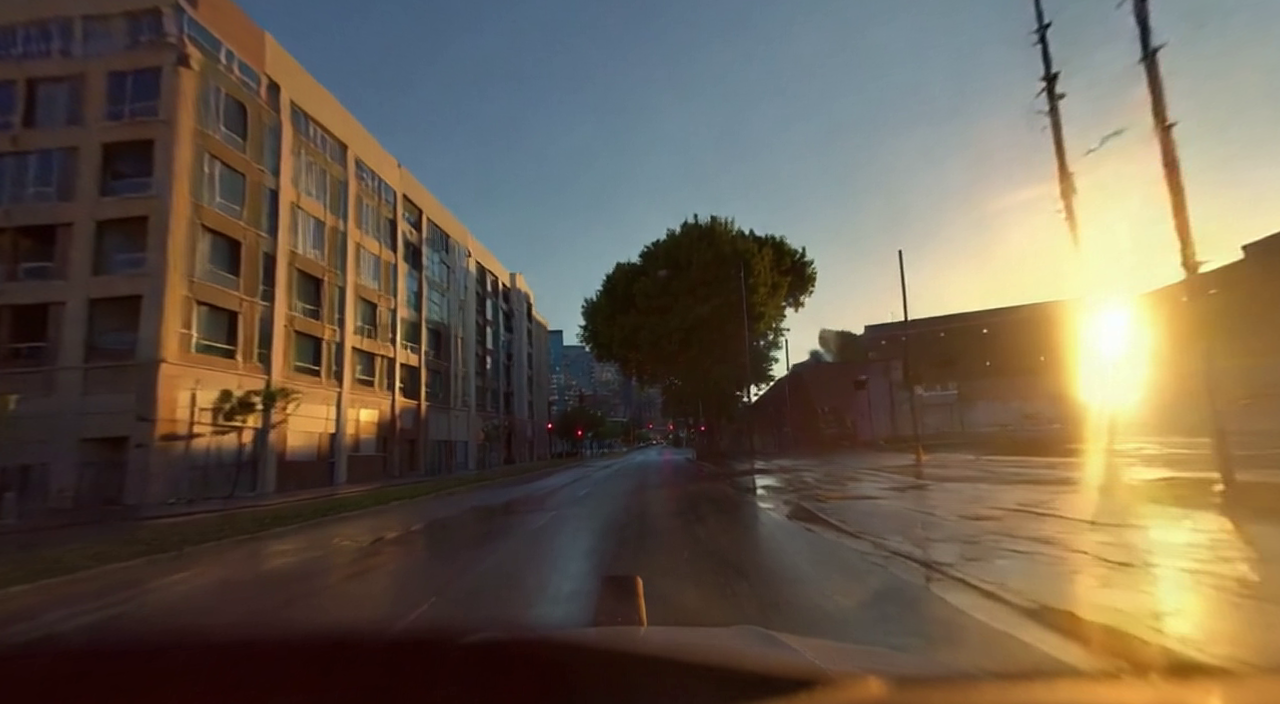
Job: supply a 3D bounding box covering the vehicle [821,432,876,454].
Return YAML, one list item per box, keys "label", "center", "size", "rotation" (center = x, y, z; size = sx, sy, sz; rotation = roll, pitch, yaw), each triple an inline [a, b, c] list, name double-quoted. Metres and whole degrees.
- label: "vehicle"
  center: [16.042, 7.027, 48.518]
  size: [3.627, 1.567, 1.774]
  rotation: [-3, -8, 3]
